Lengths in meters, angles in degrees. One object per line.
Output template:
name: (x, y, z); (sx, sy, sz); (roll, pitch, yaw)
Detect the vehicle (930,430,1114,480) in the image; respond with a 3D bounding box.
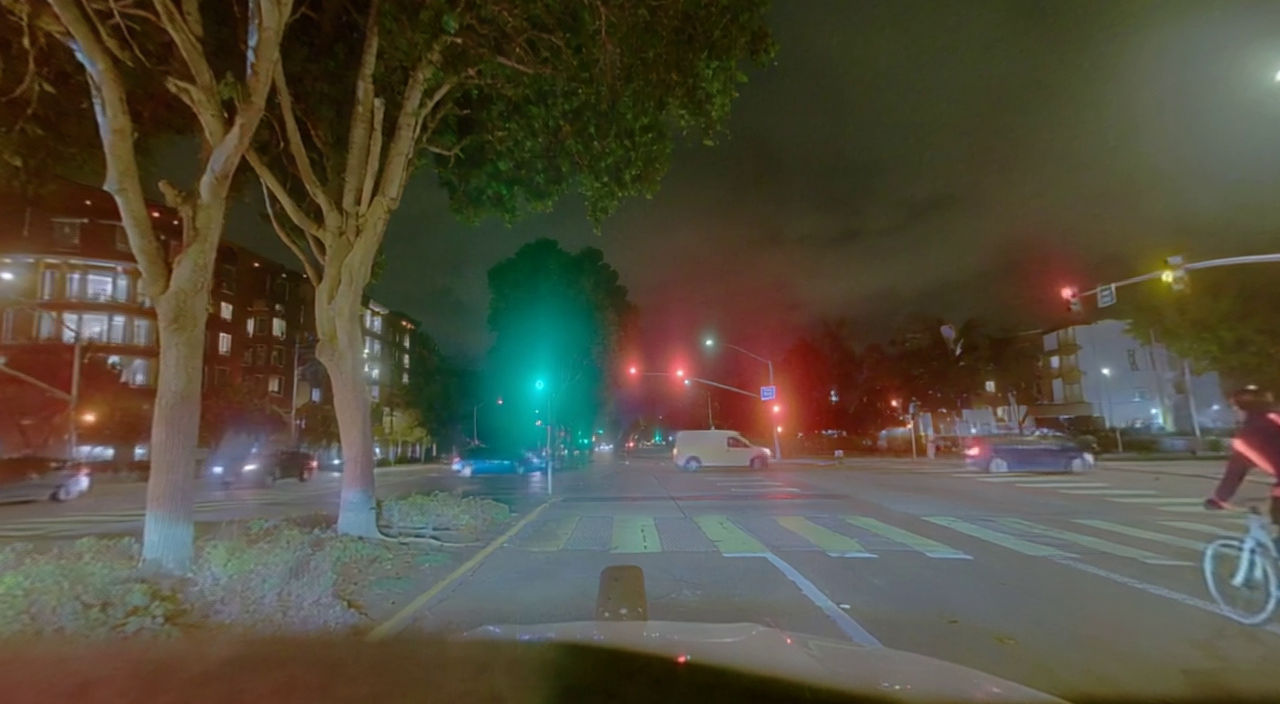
vehicle: (12.643, 3.465, 21.251); (5.017, 1.515, 2.006); (-4, -9, 23)

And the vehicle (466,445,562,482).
vehicle: (-4.991, 4.313, 24.593); (1.921, 1.304, 4.050); (7, -11, -40)

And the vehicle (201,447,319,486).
vehicle: (-15.504, 4.654, 25.948); (1.981, 1.438, 4.607); (0, -8, 0)

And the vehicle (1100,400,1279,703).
vehicle: (3.090, 0.672, 0.566); (1.990, 1.454, 4.490); (0, -8, 1)

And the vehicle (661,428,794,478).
vehicle: (3.543, 4.145, 26.023); (4.958, 1.842, 2.276); (-7, -11, 39)

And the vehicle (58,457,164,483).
vehicle: (-32.573, 7.233, 38.773); (2.074, 1.429, 4.532); (-6, -10, 36)
